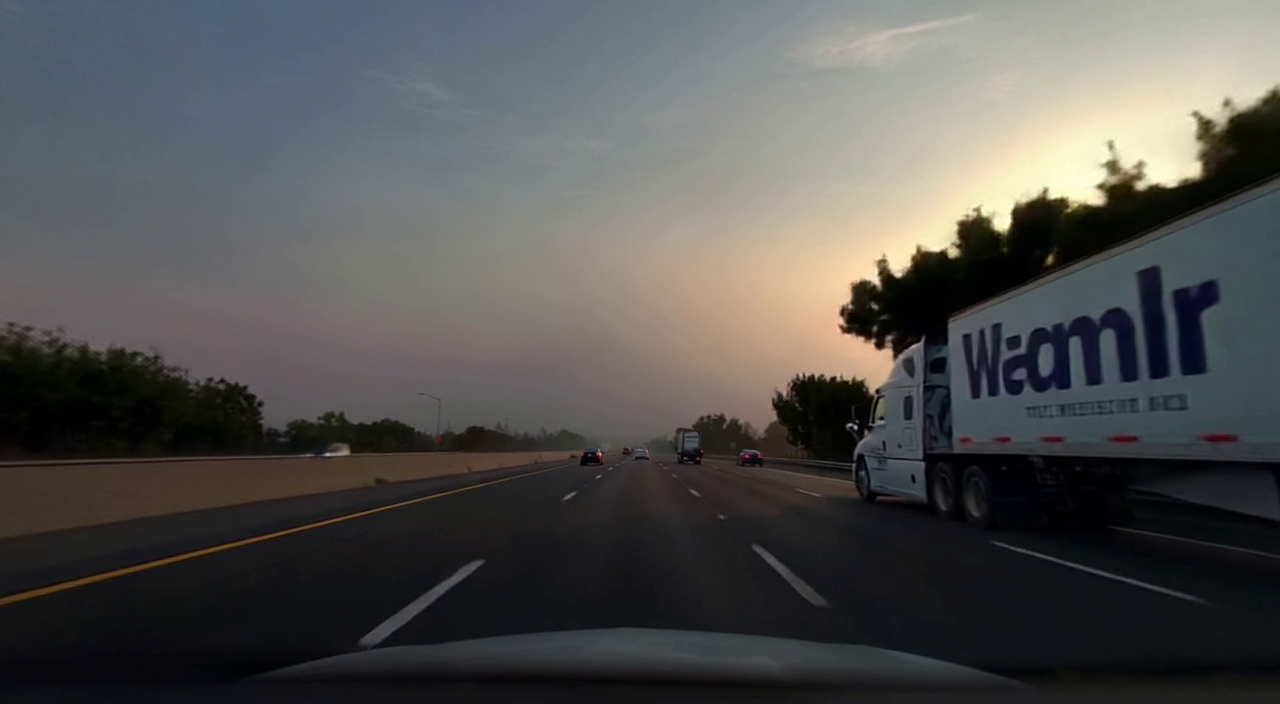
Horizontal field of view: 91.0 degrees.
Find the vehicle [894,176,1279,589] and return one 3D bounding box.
[{"bbox_3d":[7.951,0.592,8.202,2.912,4.143,15.538,0,-9,0],"label":"vehicle"}]

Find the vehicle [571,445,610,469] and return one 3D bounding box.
[{"bbox_3d":[-3.366,7.239,43.494,2.164,1.507,4.748,0,-9,2],"label":"vehicle"}]

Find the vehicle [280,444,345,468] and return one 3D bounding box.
[{"bbox_3d":[-24.885,7.916,48.059,2.104,1.686,4.874,0,-9,3],"label":"vehicle"}]

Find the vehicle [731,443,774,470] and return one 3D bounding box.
[{"bbox_3d":[7.521,7.038,42.573,2.188,1.727,4.381,0,-9,1],"label":"vehicle"}]
